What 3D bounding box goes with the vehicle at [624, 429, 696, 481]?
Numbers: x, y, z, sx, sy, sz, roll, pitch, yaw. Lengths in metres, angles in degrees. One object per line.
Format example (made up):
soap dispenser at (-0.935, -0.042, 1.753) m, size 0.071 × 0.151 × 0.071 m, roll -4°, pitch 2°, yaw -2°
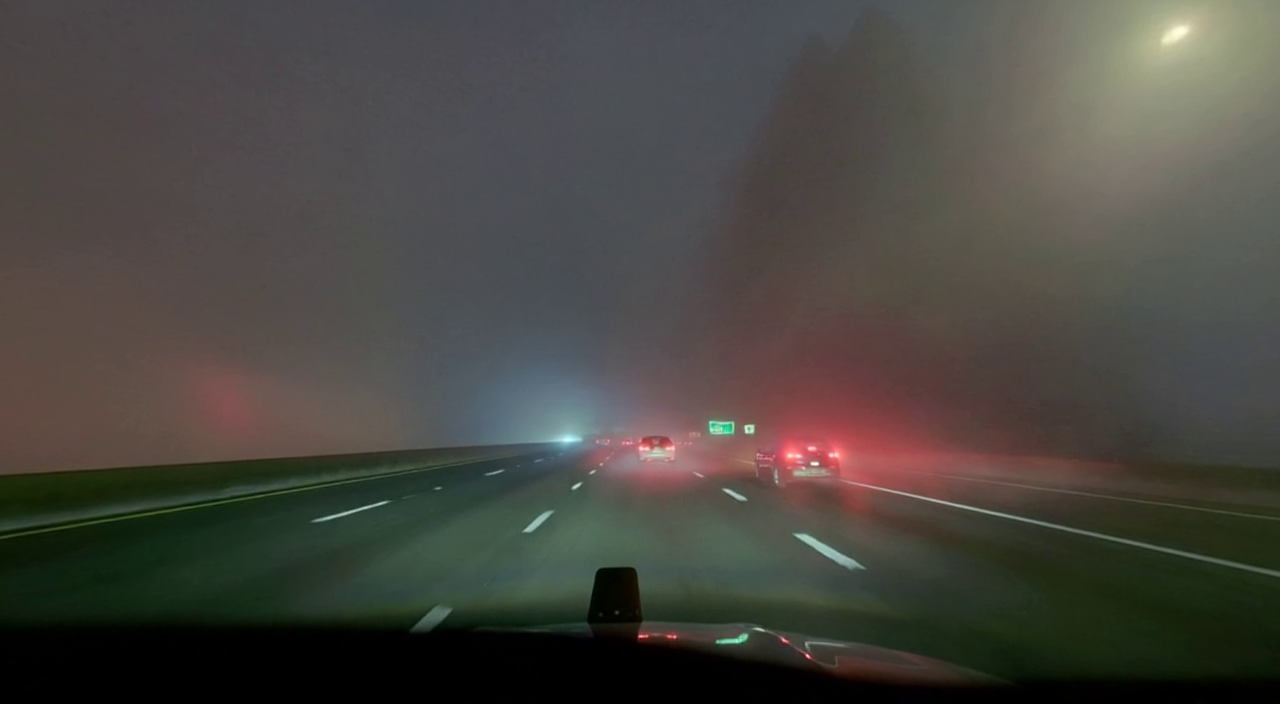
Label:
vehicle at (0.542, 3.242, 20.130) m, size 2.046 × 1.467 × 3.844 m, roll 0°, pitch -8°, yaw -2°
